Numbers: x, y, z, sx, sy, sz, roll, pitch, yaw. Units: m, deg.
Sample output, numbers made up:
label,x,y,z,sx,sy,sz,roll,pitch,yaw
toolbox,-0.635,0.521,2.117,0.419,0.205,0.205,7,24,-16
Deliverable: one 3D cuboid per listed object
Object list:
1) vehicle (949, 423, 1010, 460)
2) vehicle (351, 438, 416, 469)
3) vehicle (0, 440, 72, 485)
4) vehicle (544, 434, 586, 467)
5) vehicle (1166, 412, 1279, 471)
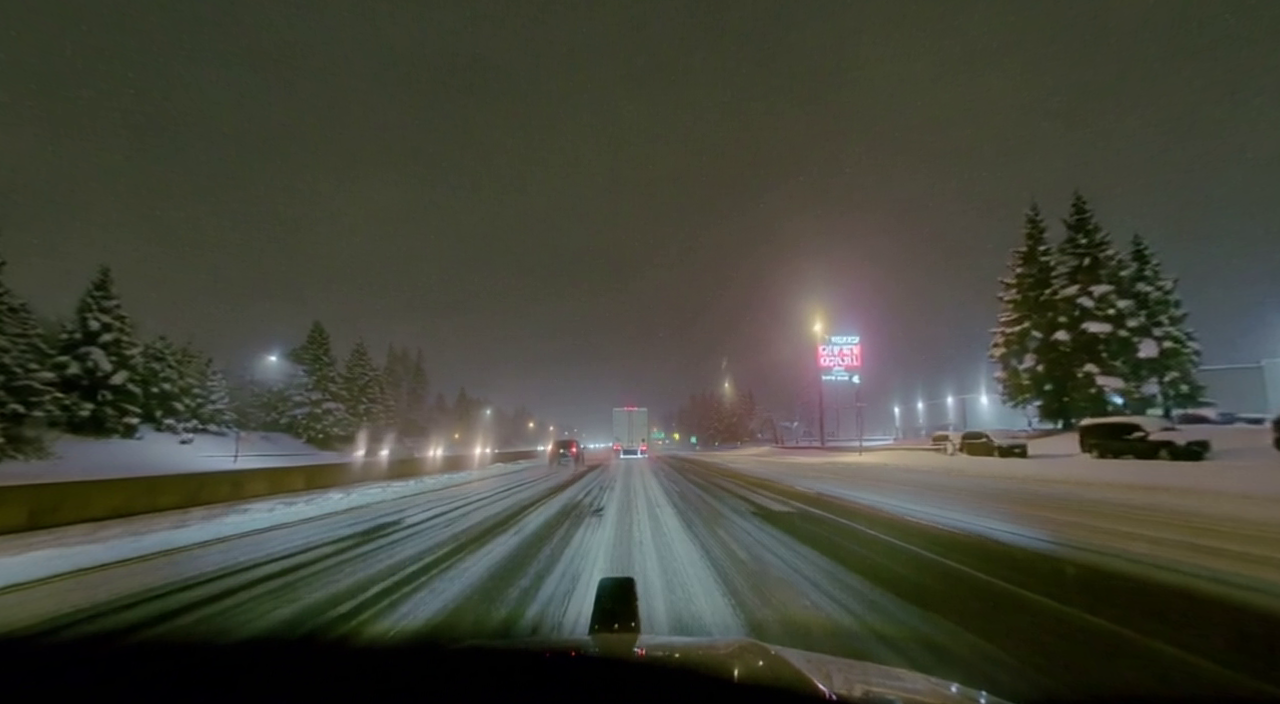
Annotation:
label,x,y,z,sx,sy,sz,roll,pitch,yaw
vehicle,26.108,6.896,48.864,2.193,2.640,5.959,-1,-8,9
vehicle,-16.442,6.509,40.850,2.162,1.862,5.326,0,-8,-3
vehicle,-45.763,7.855,45.212,2.684,3.094,7.583,-1,-8,5
vehicle,-4.615,6.155,39.637,2.095,1.930,4.680,0,-8,0
vehicle,33.840,5.029,36.102,6.921,3.077,2.698,2,-9,-24
